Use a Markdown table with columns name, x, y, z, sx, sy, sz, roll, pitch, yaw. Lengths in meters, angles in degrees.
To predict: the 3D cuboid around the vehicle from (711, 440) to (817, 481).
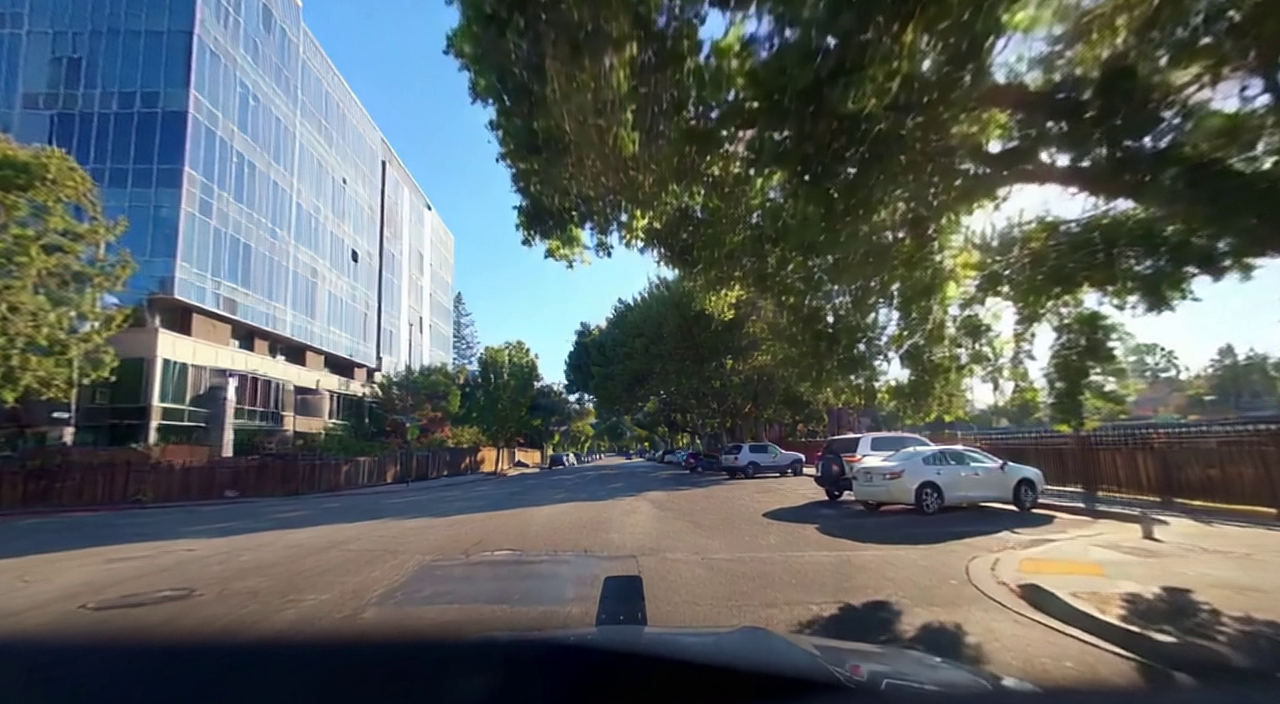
| name | x | y | z | sx | sy | sz | roll | pitch | yaw |
| --- | --- | --- | --- | --- | --- | --- | --- | --- | --- |
| vehicle | 6.509 | 5.640 | 33.027 | 5.061 | 1.829 | 2.274 | 2 | -9 | -29 |

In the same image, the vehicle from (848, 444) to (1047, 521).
| name | x | y | z | sx | sy | sz | roll | pitch | yaw |
| --- | --- | --- | --- | --- | --- | --- | --- | --- | --- |
| vehicle | 7.050 | 2.863 | 14.396 | 4.402 | 1.474 | 1.957 | 6 | -10 | -32 |
